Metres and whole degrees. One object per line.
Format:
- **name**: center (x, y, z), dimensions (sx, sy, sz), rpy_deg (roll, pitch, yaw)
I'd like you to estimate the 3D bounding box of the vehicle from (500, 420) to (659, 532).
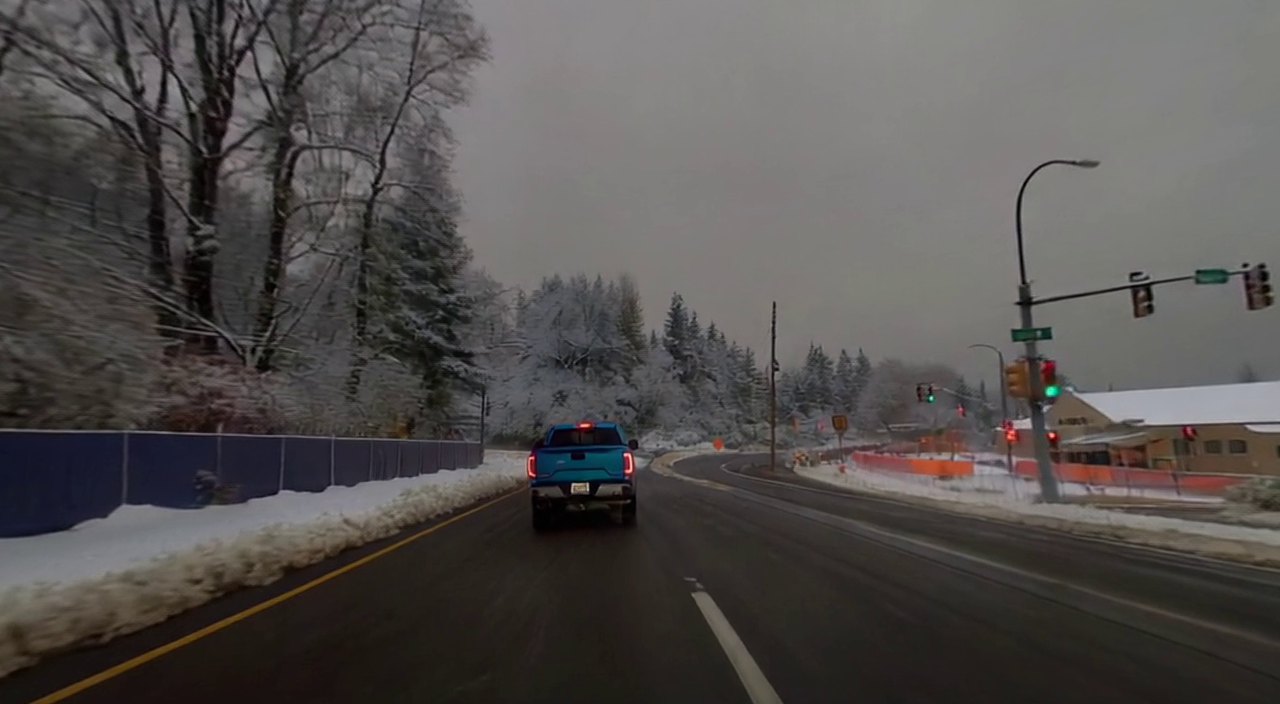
- **vehicle**: center (-0.933, 2.302, 12.431), dimensions (2.436, 1.698, 5.322), rpy_deg (0, -8, 0)
